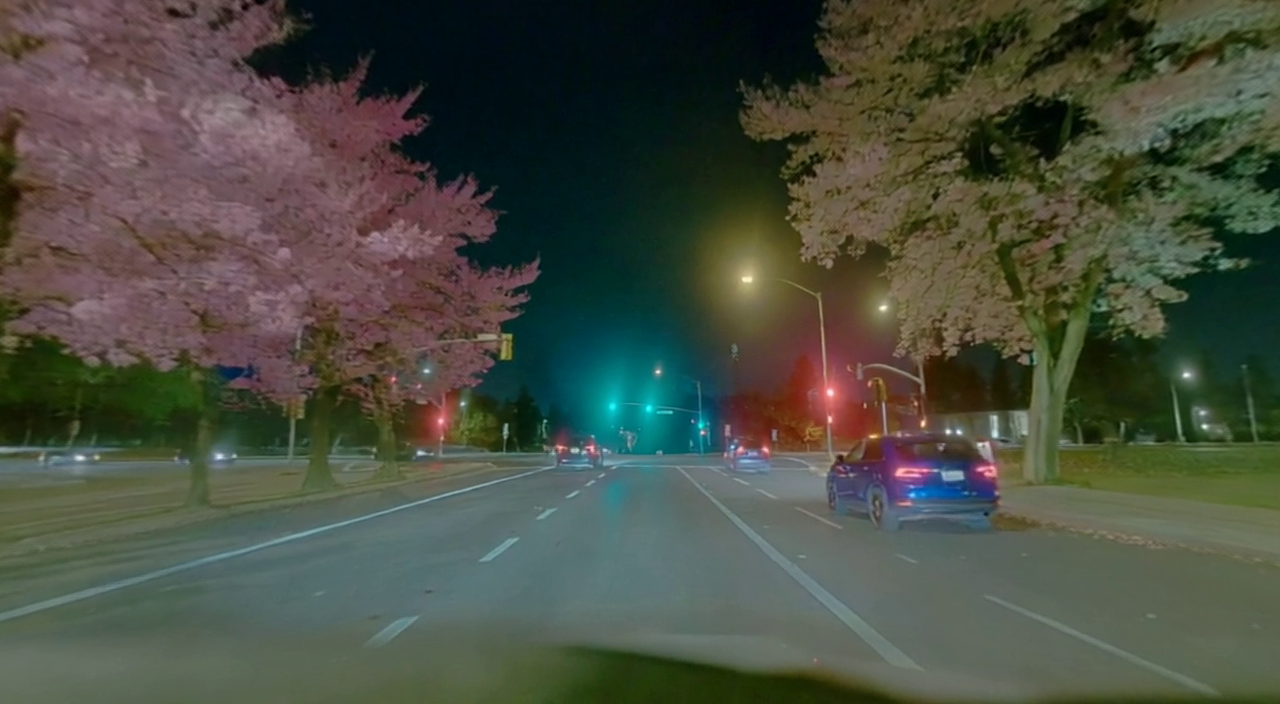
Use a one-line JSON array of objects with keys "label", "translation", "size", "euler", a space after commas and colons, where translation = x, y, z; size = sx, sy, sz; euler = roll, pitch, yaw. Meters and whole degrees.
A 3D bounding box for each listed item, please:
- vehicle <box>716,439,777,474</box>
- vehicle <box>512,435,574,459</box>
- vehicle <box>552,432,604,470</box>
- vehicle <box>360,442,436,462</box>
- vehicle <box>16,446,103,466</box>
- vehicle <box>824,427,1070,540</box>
[{"label": "vehicle", "translation": [4.761, 4.745, 28.801], "size": [2.007, 1.466, 4.291], "euler": [0, -9, 0]}, {"label": "vehicle", "translation": [-7.602, 7.480, 49.900], "size": [4.567, 1.810, 1.880], "euler": [0, -9, 1]}, {"label": "vehicle", "translation": [-2.953, 4.862, 31.071], "size": [1.995, 1.703, 4.367], "euler": [0, -9, 2]}, {"label": "vehicle", "translation": [-17.809, 7.381, 46.645], "size": [4.829, 1.470, 1.874], "euler": [0, -9, 0]}, {"label": "vehicle", "translation": [-42.908, 7.694, 46.774], "size": [4.526, 1.452, 1.920], "euler": [0, -8, 0]}, {"label": "vehicle", "translation": [4.817, 2.118, 10.796], "size": [2.019, 1.518, 4.285], "euler": [0, -9, 0]}]
